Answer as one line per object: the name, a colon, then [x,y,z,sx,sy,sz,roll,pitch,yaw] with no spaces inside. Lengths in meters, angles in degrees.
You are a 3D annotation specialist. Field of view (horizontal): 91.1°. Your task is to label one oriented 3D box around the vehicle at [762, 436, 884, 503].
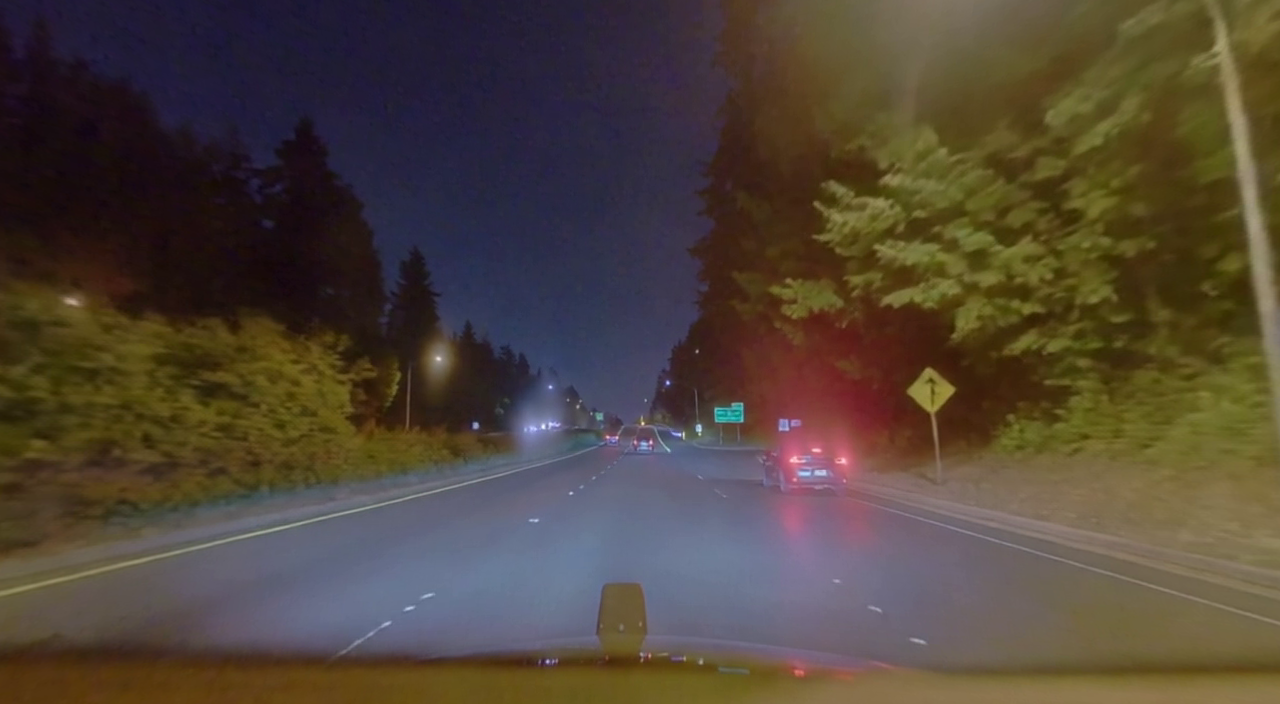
vehicle: [4.635,3.010,16.628,1.913,1.516,4.322,0,-8,0]
